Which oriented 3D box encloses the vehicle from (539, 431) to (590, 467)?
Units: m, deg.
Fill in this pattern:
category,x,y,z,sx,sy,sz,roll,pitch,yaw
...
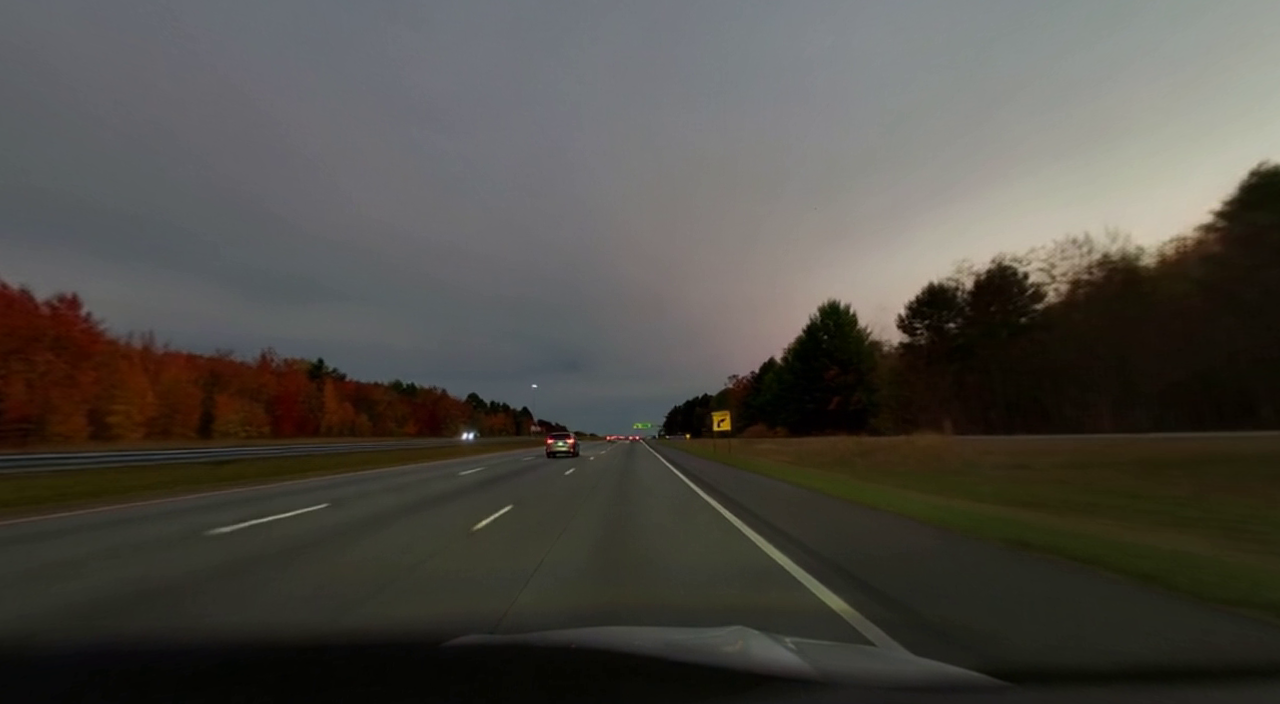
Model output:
category,x,y,z,sx,sy,sz,roll,pitch,yaw
vehicle,-3.692,4.803,31.430,2.057,1.666,4.552,0,-8,-1
